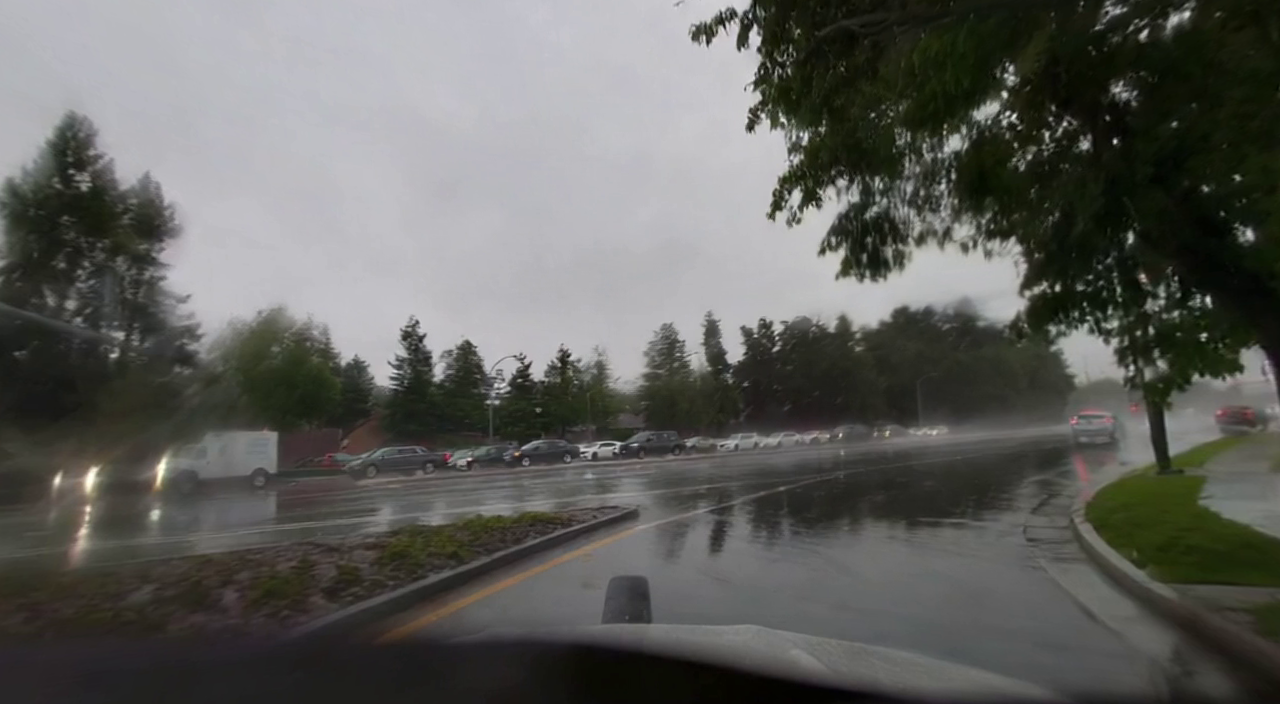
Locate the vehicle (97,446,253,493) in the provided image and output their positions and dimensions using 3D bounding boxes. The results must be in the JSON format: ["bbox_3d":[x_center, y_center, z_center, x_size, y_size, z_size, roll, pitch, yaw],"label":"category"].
[{"bbox_3d":[-20.290,5.089,27.715,5.256,1.838,2.002,7,-11,-38],"label":"vehicle"}]

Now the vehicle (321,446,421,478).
[{"bbox_3d":[-13.977,5.679,32.842,4.399,1.497,1.777,7,-11,-38],"label":"vehicle"}]

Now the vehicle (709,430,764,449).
[{"bbox_3d":[7.660,6.959,49.887,4.377,1.473,1.832,7,-11,-38],"label":"vehicle"}]

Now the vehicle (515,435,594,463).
[{"bbox_3d":[-5.312,6.094,39.589,4.600,1.642,1.876,7,-11,-40],"label":"vehicle"}]

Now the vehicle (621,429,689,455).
[{"bbox_3d":[1.114,6.427,44.918,4.662,1.758,1.969,7,-11,-39],"label":"vehicle"}]

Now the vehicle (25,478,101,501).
[{"bbox_3d":[-42.238,10.044,46.134,4.321,1.502,1.782,-2,-9,13],"label":"vehicle"}]
